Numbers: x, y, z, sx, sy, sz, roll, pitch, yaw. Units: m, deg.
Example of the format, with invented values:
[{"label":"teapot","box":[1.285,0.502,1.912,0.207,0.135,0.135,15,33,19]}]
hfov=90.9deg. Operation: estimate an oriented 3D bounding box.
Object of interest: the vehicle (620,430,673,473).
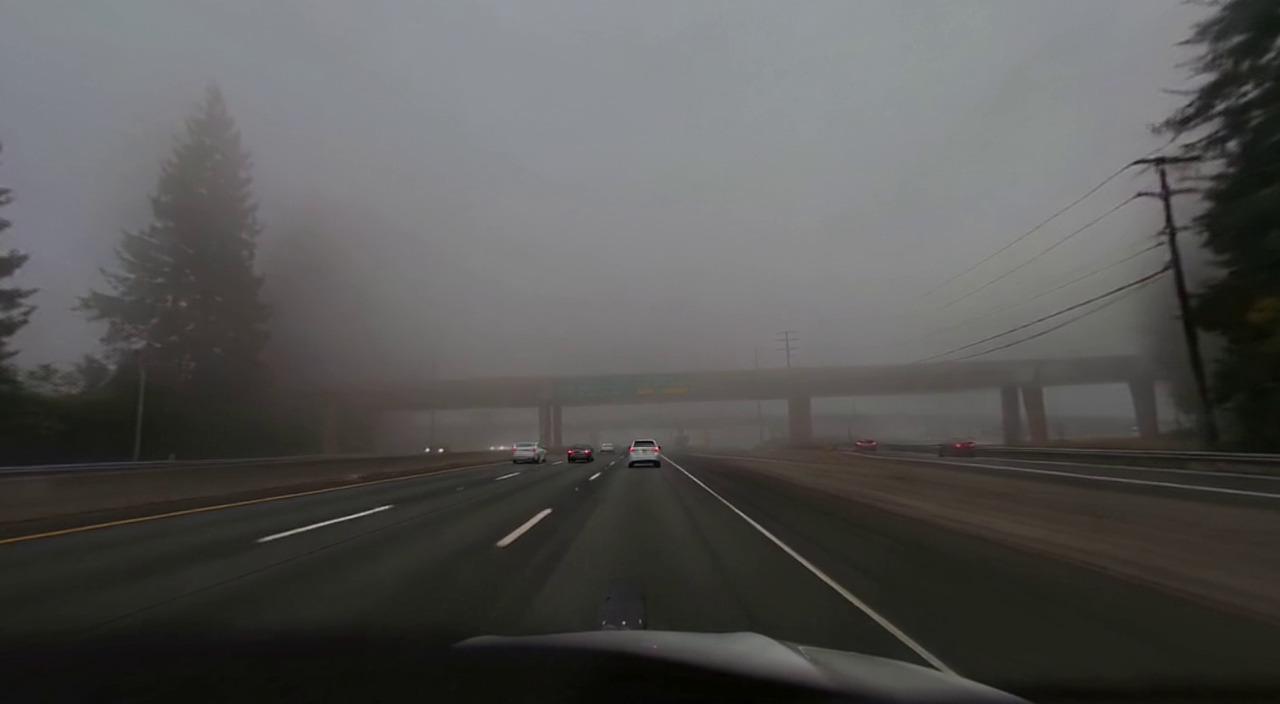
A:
[{"label":"vehicle","box":[0.268,4.347,27.763,2.152,1.697,4.066,0,-8,0]}]

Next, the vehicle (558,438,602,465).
[{"label":"vehicle","box":[-3.405,5.795,36.880,2.056,1.464,4.564,0,-8,1]}]

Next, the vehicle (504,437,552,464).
[{"label":"vehicle","box":[-7.249,6.414,41.362,2.139,1.653,4.614,0,-8,2]}]
